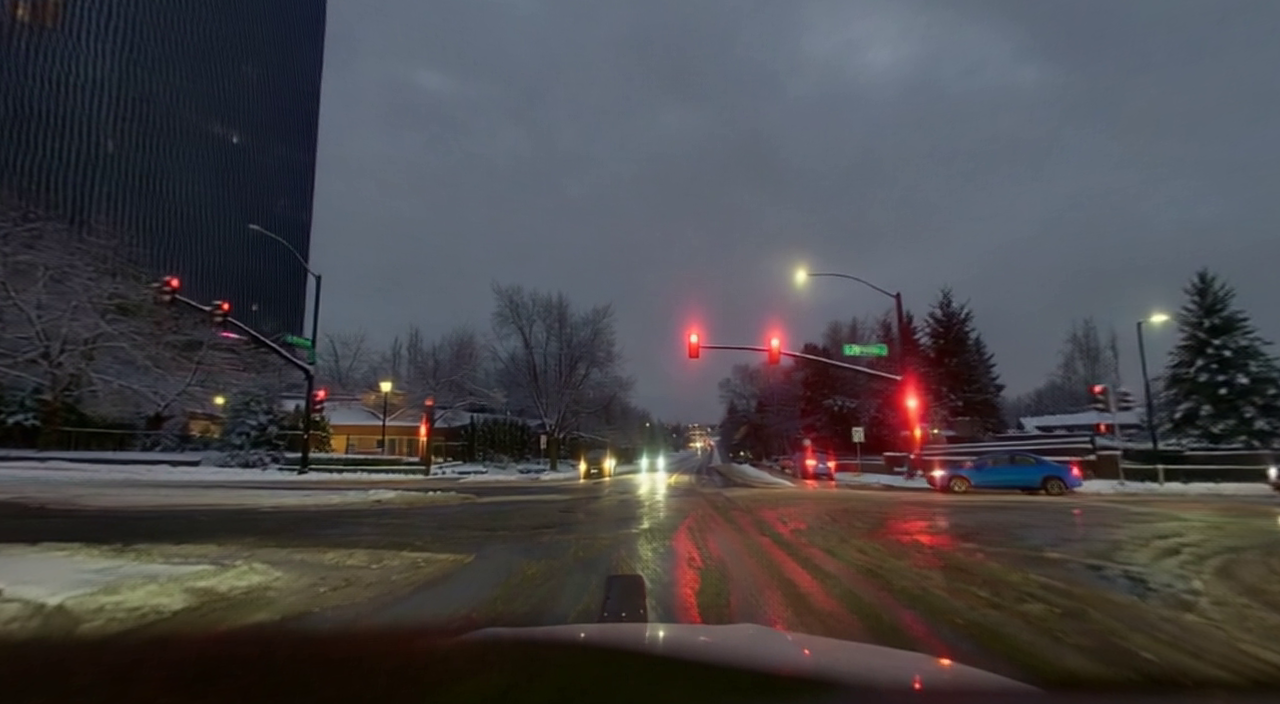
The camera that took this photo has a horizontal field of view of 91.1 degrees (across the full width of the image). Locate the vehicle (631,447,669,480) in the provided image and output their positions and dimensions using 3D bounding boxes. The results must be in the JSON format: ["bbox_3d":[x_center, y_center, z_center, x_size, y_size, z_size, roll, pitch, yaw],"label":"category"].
[{"bbox_3d":[0.597,6.256,35.522,2.018,1.699,4.751,0,-9,1],"label":"vehicle"}]

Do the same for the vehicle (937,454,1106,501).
[{"bbox_3d":[13.588,4.485,22.776,4.896,1.503,1.971,-4,-9,23],"label":"vehicle"}]

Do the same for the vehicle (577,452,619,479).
[{"bbox_3d":[-2.484,6.897,38.374,2.068,1.486,4.664,-1,-9,2],"label":"vehicle"}]
